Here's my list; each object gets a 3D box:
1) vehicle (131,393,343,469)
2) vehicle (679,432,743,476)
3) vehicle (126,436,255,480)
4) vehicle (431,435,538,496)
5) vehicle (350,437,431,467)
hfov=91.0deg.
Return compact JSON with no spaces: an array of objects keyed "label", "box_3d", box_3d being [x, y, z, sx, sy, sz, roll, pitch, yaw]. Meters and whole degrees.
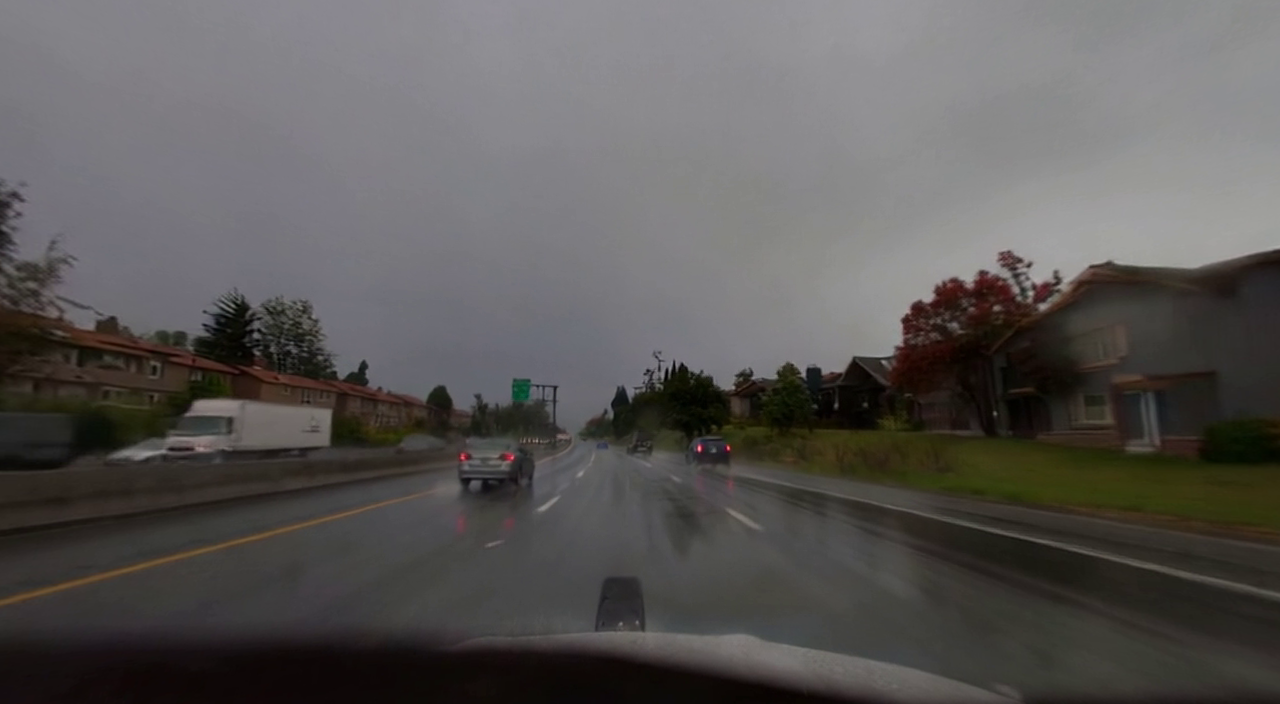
[{"label":"vehicle","box_3d":[-21.047,4.487,34.606,3.877,3.400,12.662,1,-9,-3]},{"label":"vehicle","box_3d":[2.896,4.285,26.679,2.092,1.686,4.188,0,-9,-2]},{"label":"vehicle","box_3d":[-16.092,3.819,22.827,1.640,1.407,4.050,0,-9,0]},{"label":"vehicle","box_3d":[-4.316,3.228,18.245,2.036,1.528,4.400,0,-9,-1]},{"label":"vehicle","box_3d":[-12.833,5.192,32.762,2.295,1.425,4.766,0,-9,0]}]
